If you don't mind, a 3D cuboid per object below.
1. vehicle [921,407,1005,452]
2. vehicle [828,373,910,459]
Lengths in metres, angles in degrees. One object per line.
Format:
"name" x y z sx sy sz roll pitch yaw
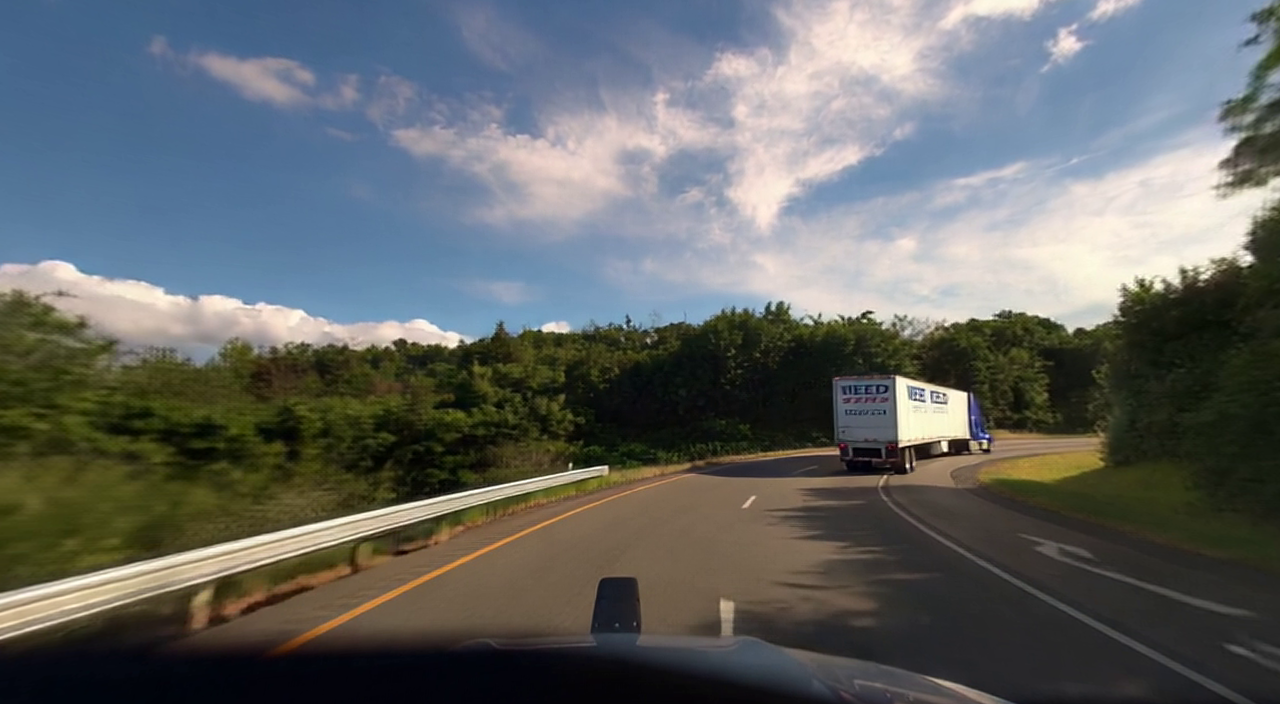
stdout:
"vehicle" 19.844 4.743 38.398 6.650 2.524 2.120 7 -10 -41
"vehicle" 10.803 3.074 29.624 2.963 3.771 3.137 -4 -9 30
